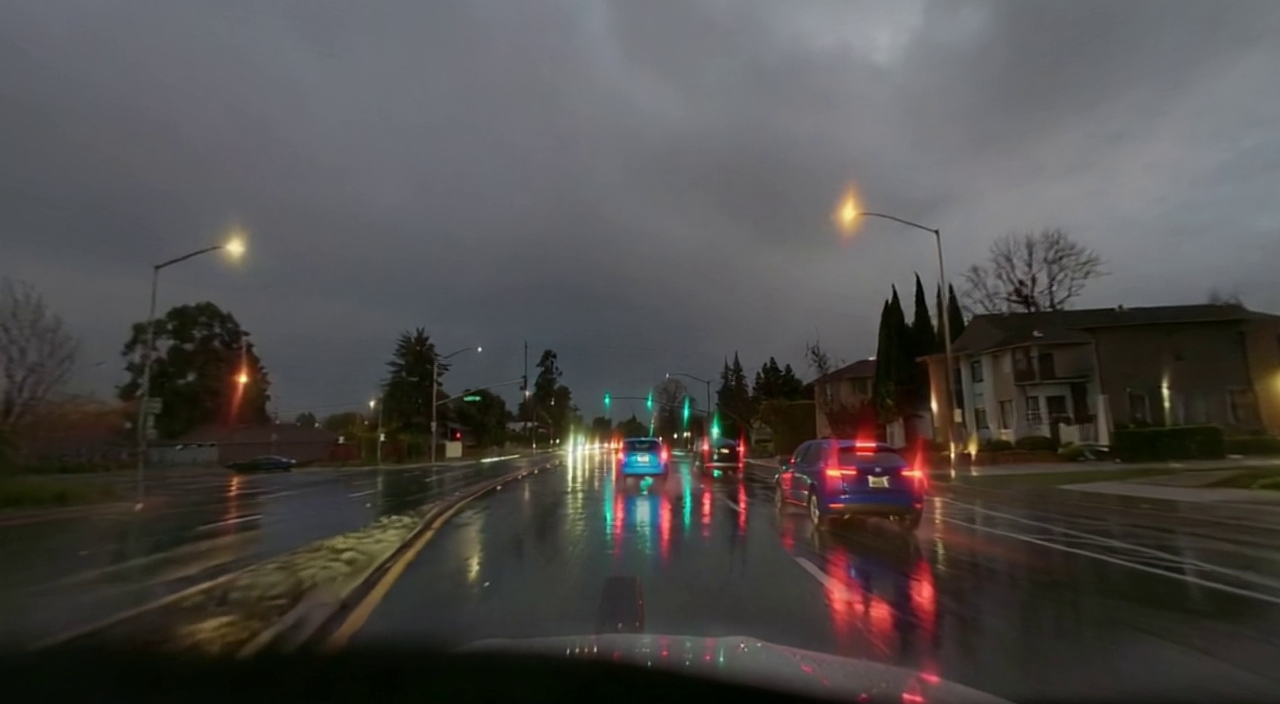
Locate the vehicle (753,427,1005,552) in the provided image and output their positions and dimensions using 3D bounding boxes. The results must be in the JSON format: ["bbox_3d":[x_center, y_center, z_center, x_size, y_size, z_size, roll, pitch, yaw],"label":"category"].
[{"bbox_3d":[3.369,2.044,10.151,2.161,1.519,4.568,0,-9,-1],"label":"vehicle"}]

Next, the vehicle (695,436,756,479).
[{"bbox_3d":[3.261,4.082,24.637,1.775,1.499,3.488,0,-9,-2],"label":"vehicle"}]

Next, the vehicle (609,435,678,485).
[{"bbox_3d":[0.054,3.576,21.141,2.093,1.497,4.010,0,-9,-1],"label":"vehicle"}]
